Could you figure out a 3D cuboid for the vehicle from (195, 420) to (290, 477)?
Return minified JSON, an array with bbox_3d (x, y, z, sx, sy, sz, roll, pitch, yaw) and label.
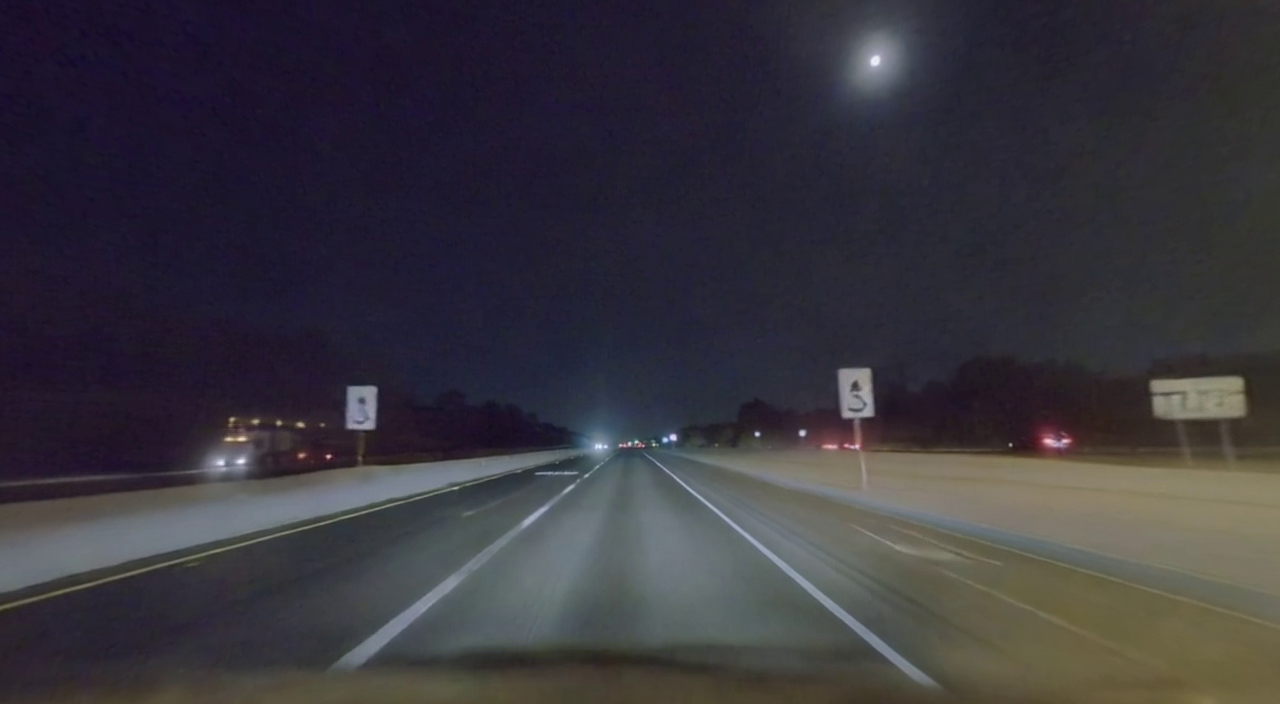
[{"bbox_3d":[-29.417,7.149,46.893,3.028,3.909,5.951,-1,-8,0],"label":"vehicle"}]
